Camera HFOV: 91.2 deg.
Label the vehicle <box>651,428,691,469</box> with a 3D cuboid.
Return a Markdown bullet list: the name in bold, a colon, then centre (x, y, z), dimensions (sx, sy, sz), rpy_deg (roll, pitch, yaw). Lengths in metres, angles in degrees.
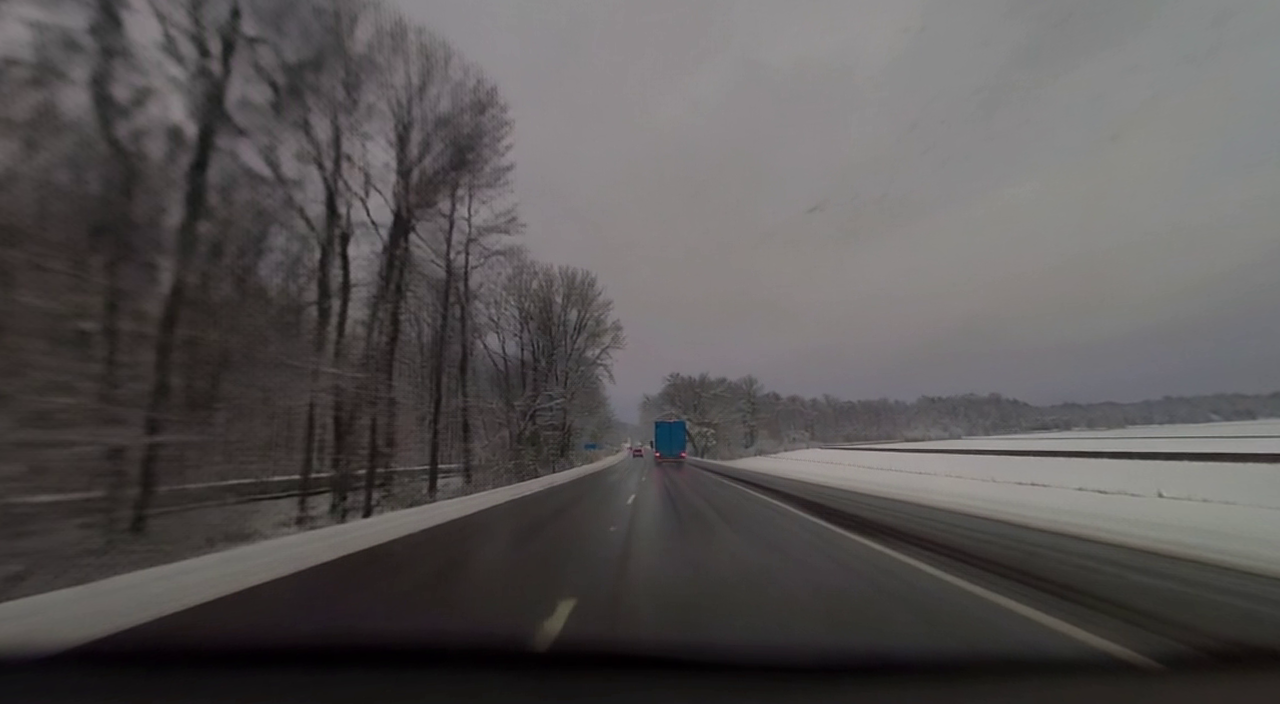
- **vehicle**: centre (2.320, 7.578, 49.135), dimensions (2.697, 2.980, 6.749), rpy_deg (0, -9, 0)
